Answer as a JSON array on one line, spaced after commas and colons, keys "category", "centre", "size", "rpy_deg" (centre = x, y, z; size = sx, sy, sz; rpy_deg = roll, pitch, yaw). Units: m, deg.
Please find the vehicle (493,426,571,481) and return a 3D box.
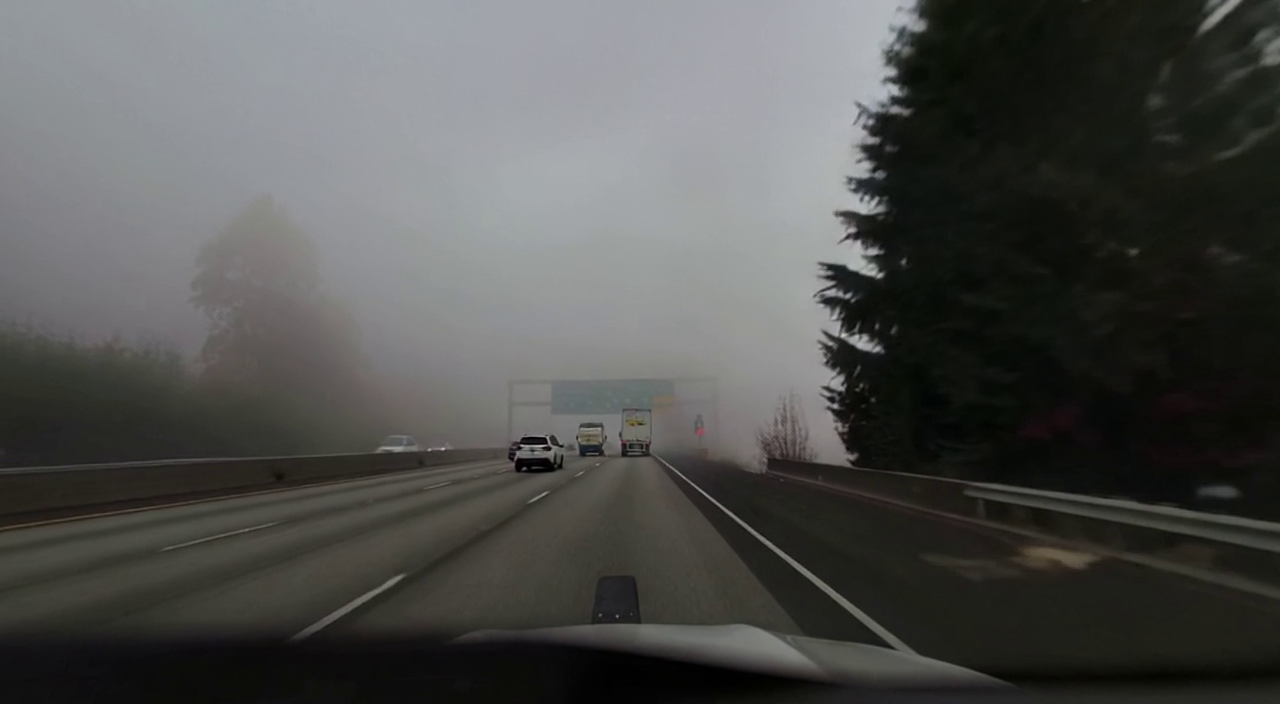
[{"category": "vehicle", "centre": [-3.944, 3.789, 23.878], "size": [2.127, 1.839, 4.984], "rpy_deg": [0, -8, -1]}]
